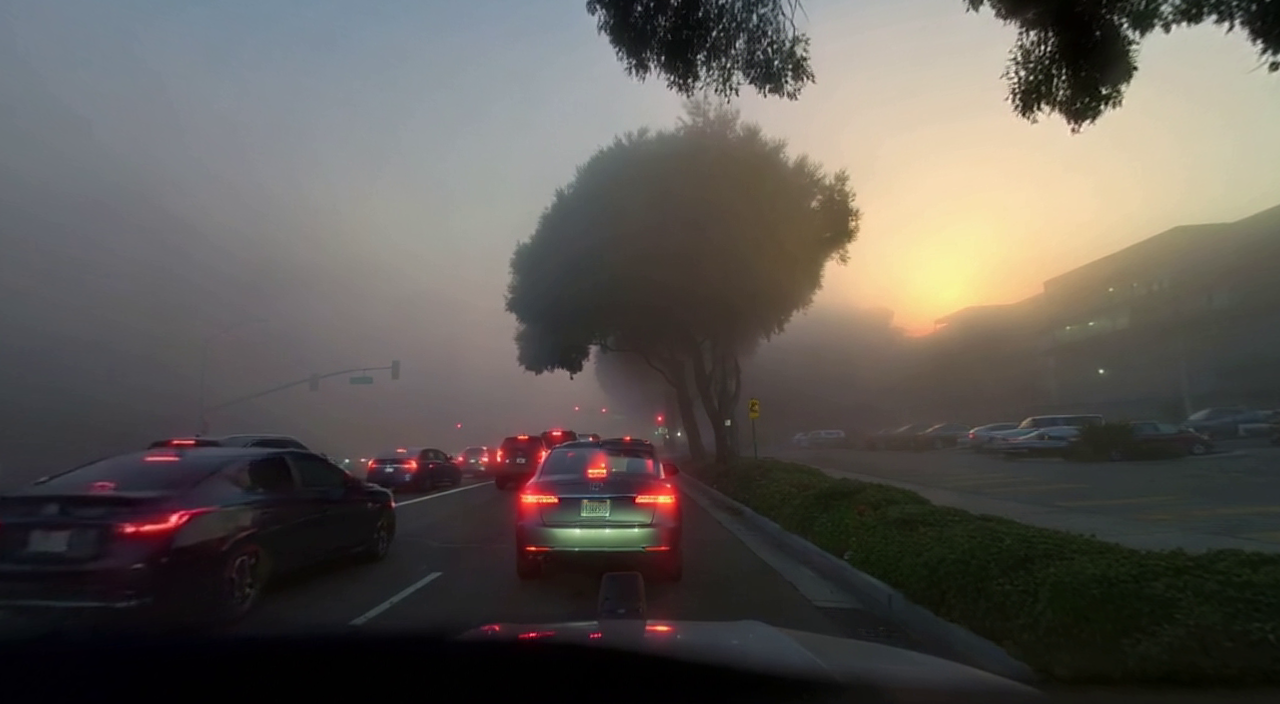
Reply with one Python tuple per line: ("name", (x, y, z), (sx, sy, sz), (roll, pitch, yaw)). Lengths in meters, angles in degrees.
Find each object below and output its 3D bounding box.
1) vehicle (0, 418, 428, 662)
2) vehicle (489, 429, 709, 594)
("vehicle", (-3.924, 1.532, 6.347), (1.913, 1.521, 4.539), (0, -9, 1))
("vehicle", (-0.396, 1.807, 8.009), (2.066, 1.544, 3.954), (0, -9, 0))
